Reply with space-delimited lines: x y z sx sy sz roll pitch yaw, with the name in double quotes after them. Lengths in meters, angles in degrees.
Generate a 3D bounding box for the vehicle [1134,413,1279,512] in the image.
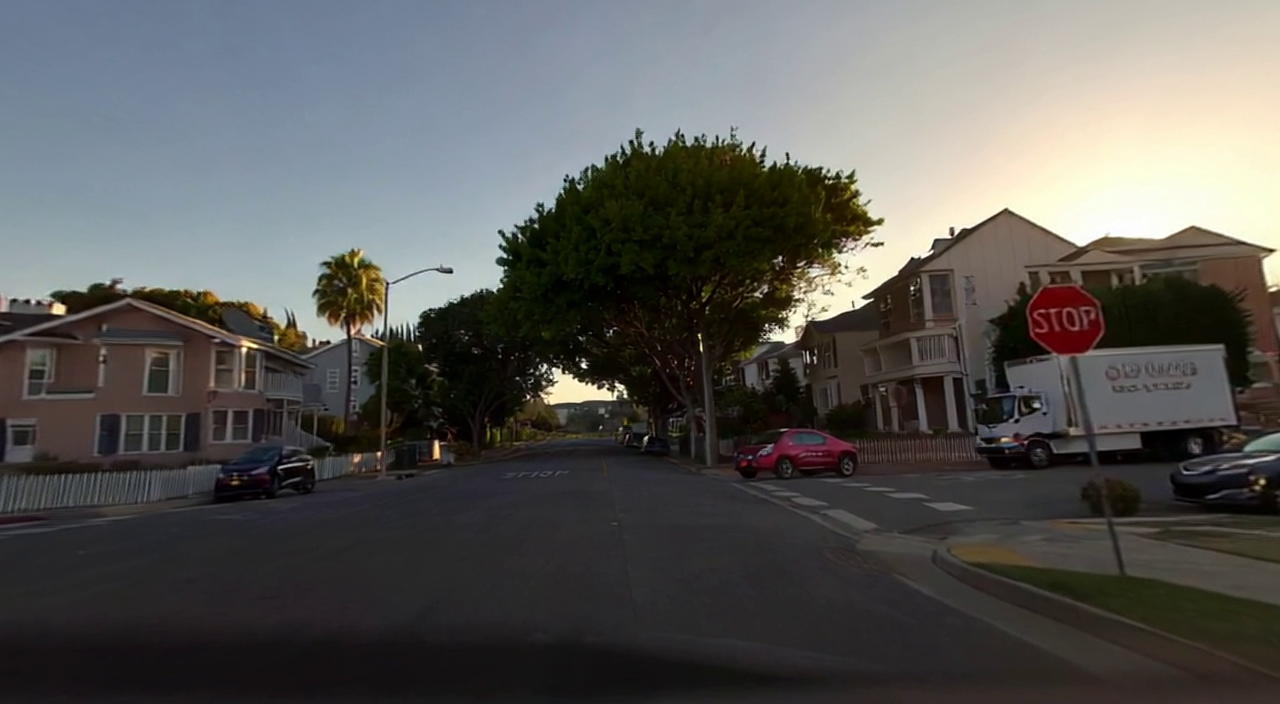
11.563 1.867 10.893 4.488 1.507 1.954 0 -8 -3 "vehicle"

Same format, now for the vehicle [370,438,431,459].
-17.416 7.051 46.160 3.911 1.515 1.802 2 -9 -14 "vehicle"

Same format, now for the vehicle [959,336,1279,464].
14.309 1.523 18.936 7.759 3.523 2.930 0 -9 -1 "vehicle"

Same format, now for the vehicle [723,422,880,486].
4.629 2.949 18.468 3.867 1.710 2.107 1 -9 -10 "vehicle"
